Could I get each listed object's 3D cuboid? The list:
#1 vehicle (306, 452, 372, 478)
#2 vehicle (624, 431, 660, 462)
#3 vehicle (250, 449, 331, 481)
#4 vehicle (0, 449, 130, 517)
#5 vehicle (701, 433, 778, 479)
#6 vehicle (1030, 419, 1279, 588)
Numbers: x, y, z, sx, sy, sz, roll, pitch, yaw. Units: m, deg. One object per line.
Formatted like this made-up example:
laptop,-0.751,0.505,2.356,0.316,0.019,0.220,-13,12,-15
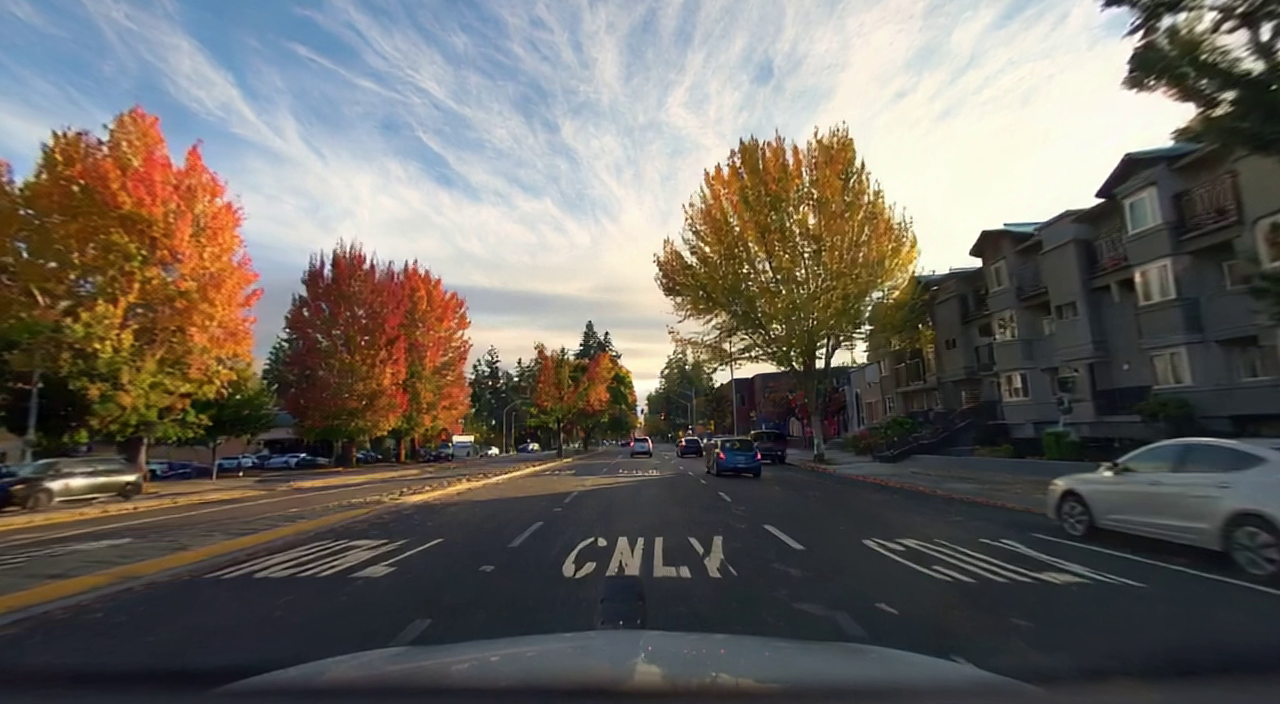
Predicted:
vehicle,-19.218,7.211,40.457,1.886,1.495,4.593,0,-8,1
vehicle,0.108,6.139,41.082,2.239,1.856,4.815,0,-8,-1
vehicle,-22.363,7.203,40.596,2.113,1.865,5.128,-1,-8,2
vehicle,-19.078,4.008,19.705,2.080,1.846,4.948,0,-8,0
vehicle,3.528,3.798,23.217,1.977,1.498,4.521,0,-8,-1
vehicle,6.760,1.551,6.938,1.934,1.507,4.670,0,-8,0
